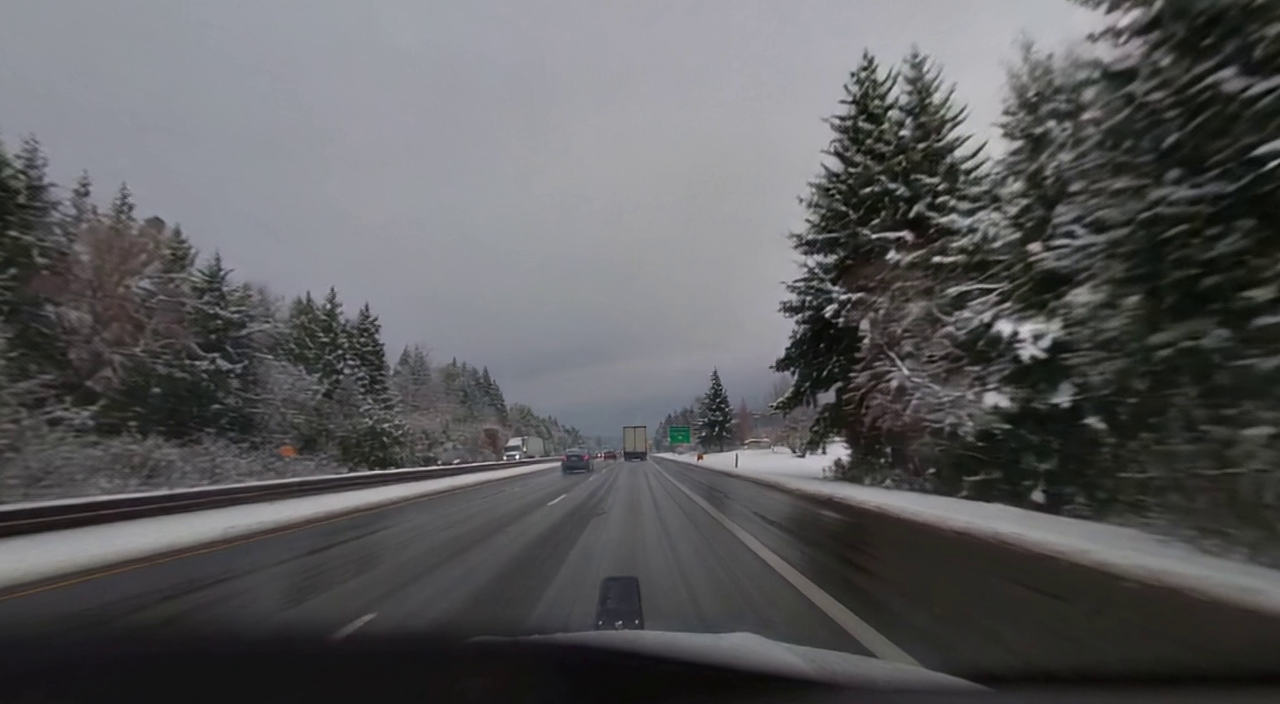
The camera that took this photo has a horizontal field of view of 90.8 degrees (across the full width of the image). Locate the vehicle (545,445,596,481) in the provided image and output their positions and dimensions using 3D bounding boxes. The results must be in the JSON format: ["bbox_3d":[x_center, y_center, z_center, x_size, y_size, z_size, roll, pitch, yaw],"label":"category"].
[{"bbox_3d":[-3.465,5.642,32.381,2.081,1.682,4.425,0,-9,0],"label":"vehicle"}]

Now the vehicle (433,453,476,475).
[{"bbox_3d":[-13.141,7.942,44.921,1.796,1.445,3.995,0,-9,1],"label":"vehicle"}]
